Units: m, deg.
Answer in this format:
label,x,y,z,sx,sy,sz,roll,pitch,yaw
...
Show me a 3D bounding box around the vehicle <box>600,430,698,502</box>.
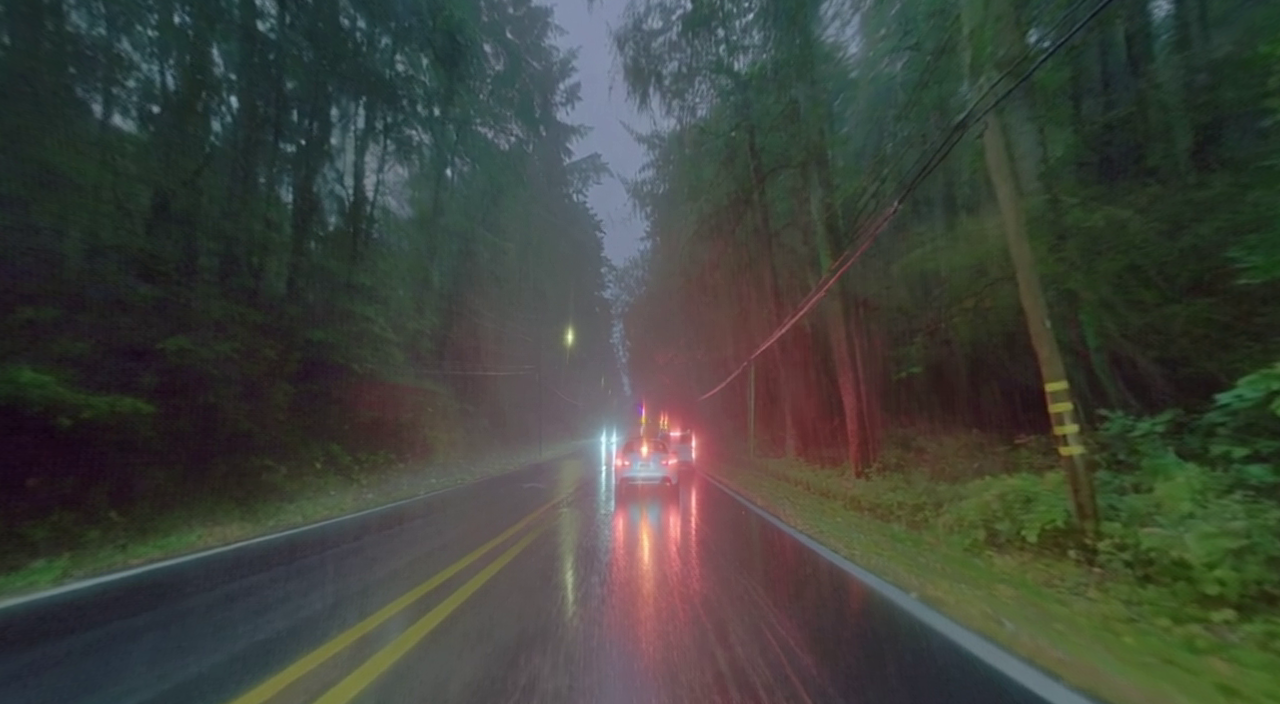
label,x,y,z,sx,sy,sz,roll,pitch,yaw
vehicle,0.169,2.705,15.295,2.081,1.503,3.726,0,-8,-1
